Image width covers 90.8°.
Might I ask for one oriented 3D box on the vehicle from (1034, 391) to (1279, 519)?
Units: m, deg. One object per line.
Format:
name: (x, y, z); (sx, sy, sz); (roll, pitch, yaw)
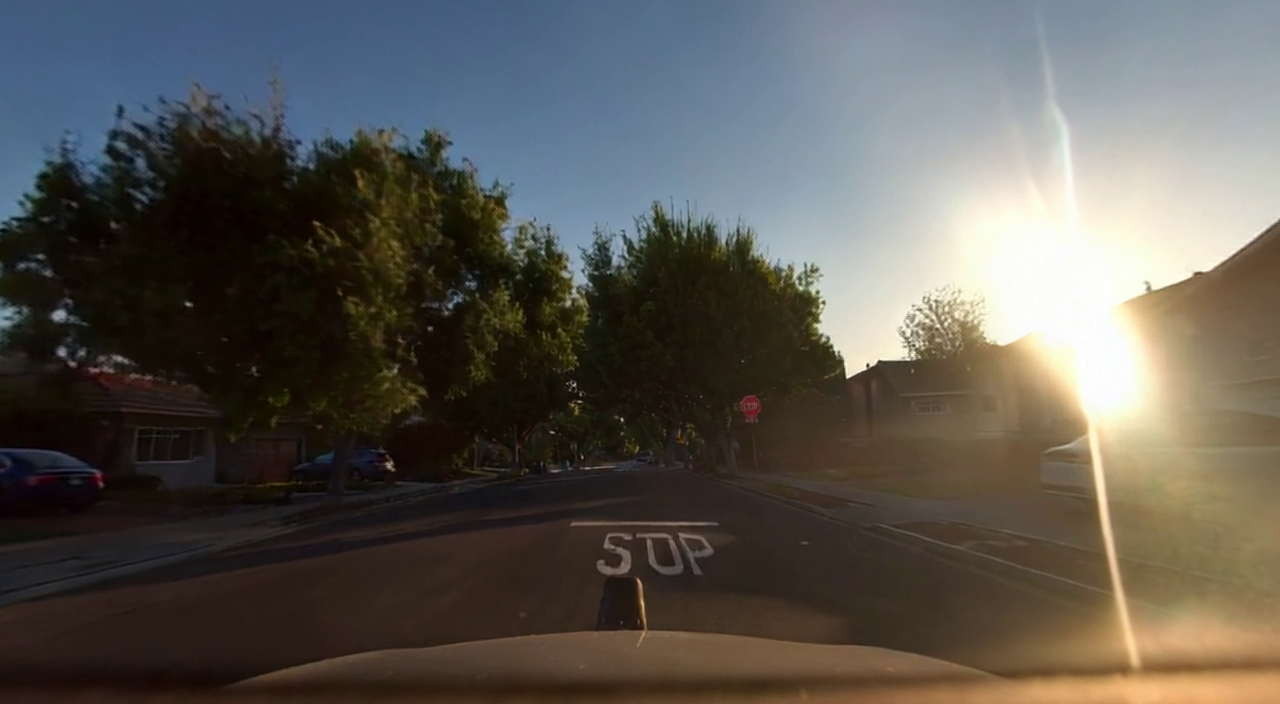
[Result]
vehicle: (9.854, 1.689, 10.539); (5.234, 1.868, 2.014); (1, -9, -4)

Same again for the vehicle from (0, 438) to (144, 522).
vehicle: (-14.663, 2.939, 14.875); (4.493, 1.776, 1.997); (-1, -9, 9)

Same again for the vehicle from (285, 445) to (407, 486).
vehicle: (-14.146, 5.472, 30.662); (4.809, 1.865, 2.093); (0, -9, -2)
